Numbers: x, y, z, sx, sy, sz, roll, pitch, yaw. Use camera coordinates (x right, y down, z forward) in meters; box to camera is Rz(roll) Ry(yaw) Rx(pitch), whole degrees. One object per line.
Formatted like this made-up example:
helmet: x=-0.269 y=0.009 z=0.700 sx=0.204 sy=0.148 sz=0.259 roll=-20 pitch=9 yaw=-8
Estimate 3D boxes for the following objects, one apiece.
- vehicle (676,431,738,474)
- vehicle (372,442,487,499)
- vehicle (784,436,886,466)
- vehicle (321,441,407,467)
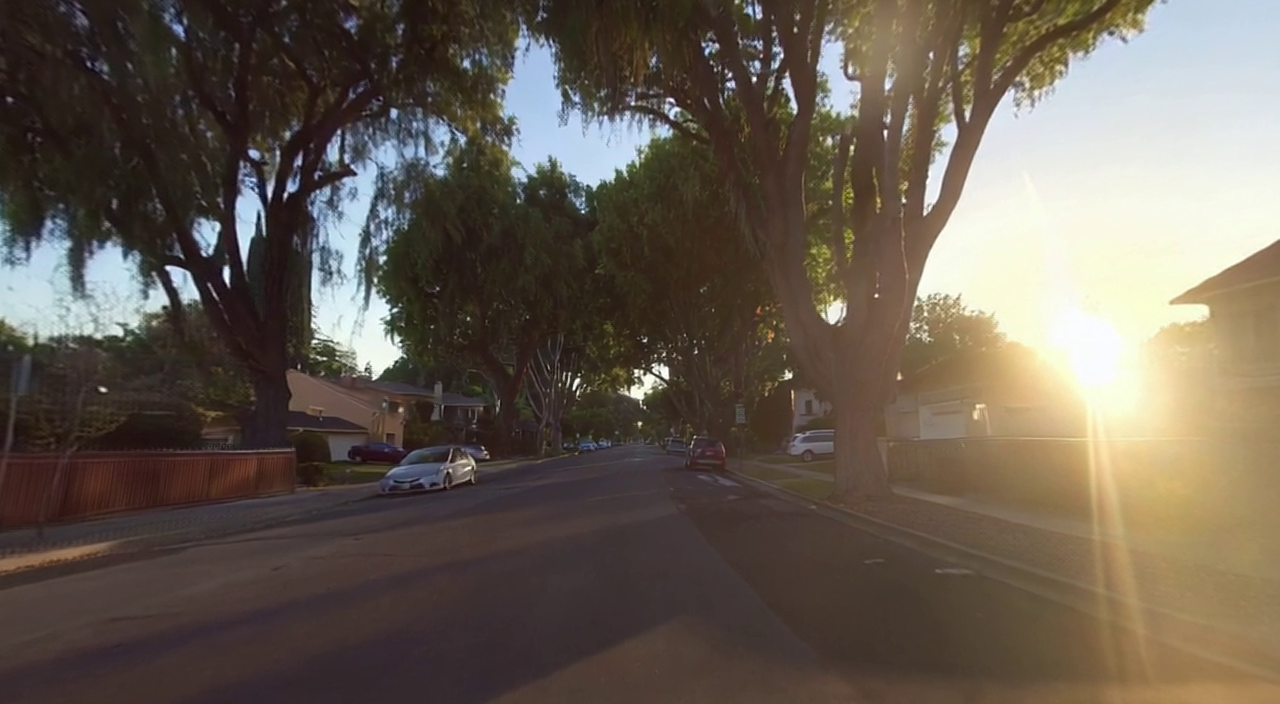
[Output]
vehicle: x=3.086 y=4.784 z=30.284 sx=2.241 sy=1.875 sz=5.059 roll=0 pitch=-8 yaw=-2
vehicle: x=-6.458 y=3.640 z=19.924 sx=2.099 sy=1.399 sz=4.357 roll=-4 pitch=-8 yaw=1
vehicle: x=10.323 y=5.285 z=33.829 sx=5.041 sy=1.486 sz=1.969 roll=-2 pitch=-8 yaw=12
vehicle: x=-16.334 y=6.032 z=37.462 sx=4.276 sy=1.463 sz=1.832 roll=-1 pitch=-8 yaw=6
